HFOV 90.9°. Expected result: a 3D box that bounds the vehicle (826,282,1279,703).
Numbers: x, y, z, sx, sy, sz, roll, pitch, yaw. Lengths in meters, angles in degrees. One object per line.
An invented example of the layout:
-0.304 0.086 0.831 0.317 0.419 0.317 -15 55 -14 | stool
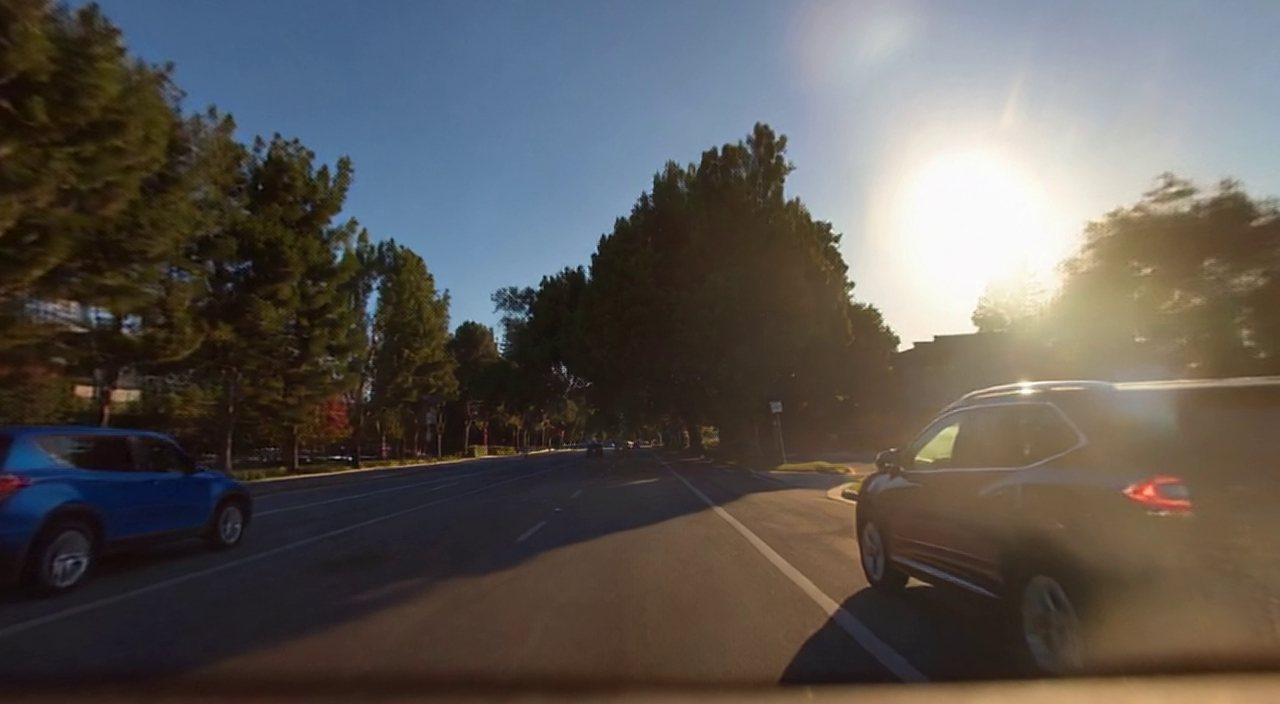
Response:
2.879 0.979 3.802 2.047 1.768 4.607 0 -9 -1 | vehicle

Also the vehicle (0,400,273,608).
-6.323 1.474 6.637 2.069 1.690 4.837 0 -9 -1 | vehicle
